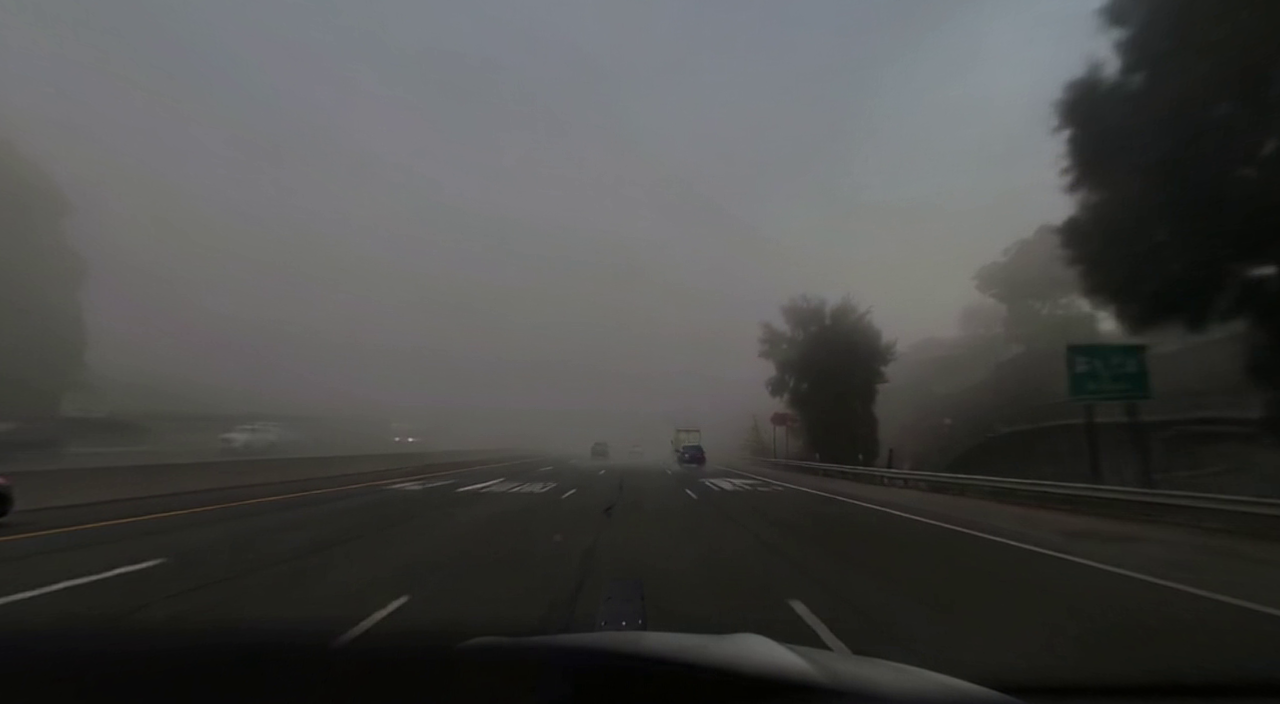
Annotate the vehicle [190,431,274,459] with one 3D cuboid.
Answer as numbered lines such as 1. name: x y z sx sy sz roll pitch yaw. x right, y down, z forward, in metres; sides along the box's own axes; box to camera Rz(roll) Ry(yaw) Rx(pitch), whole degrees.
1. vehicle: -25.938 5.931 40.332 2.070 1.648 4.869 0 -8 2

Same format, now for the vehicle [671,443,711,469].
1. vehicle: 3.095 6.457 39.354 2.059 1.509 4.670 0 -8 0
